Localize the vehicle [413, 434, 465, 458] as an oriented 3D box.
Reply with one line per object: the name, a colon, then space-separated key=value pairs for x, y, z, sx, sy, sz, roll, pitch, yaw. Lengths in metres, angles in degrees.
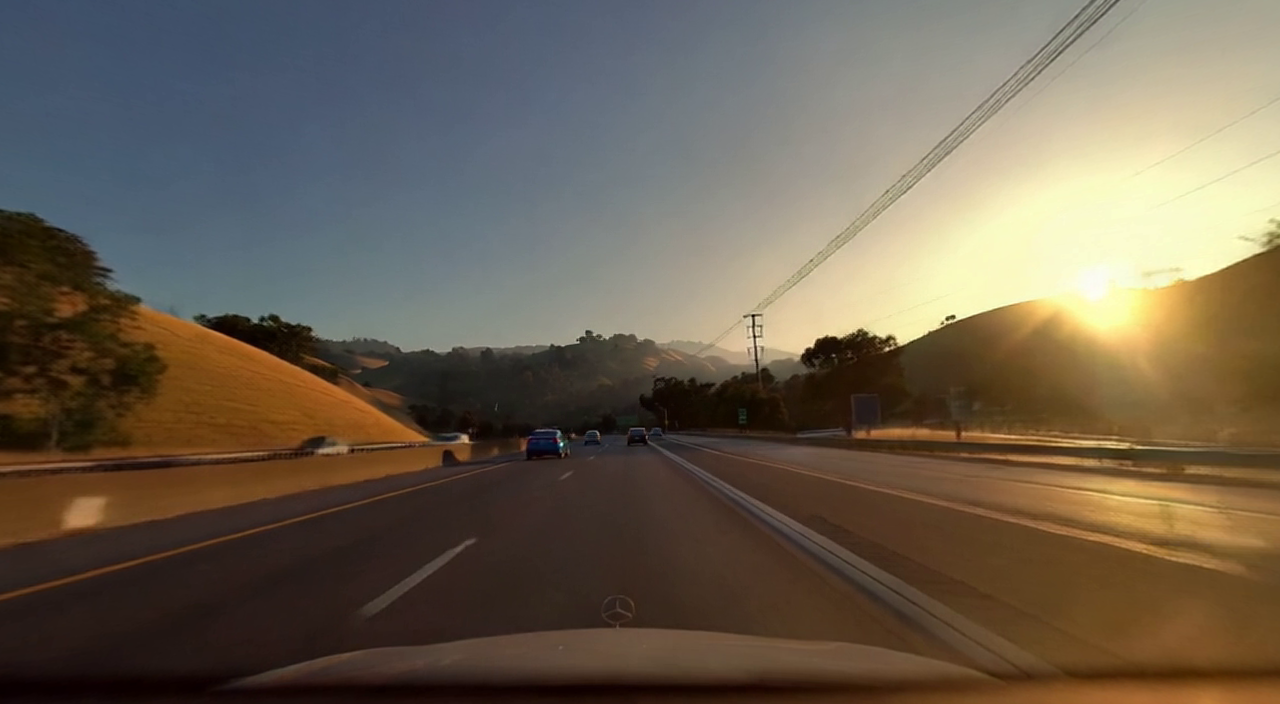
vehicle: x=-12.996 y=6.098 z=40.972 sx=1.912 sy=1.455 sz=4.706 roll=0 pitch=-8 yaw=0

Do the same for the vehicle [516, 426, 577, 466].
vehicle: x=-3.966 y=4.054 z=27.404 sx=2.023 sy=1.580 sz=4.259 roll=0 pitch=-8 yaw=-1

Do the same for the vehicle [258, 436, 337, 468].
vehicle: x=-17.280 y=5.040 z=31.947 sx=1.843 sy=1.534 sz=3.925 roll=0 pitch=-8 yaw=-1
